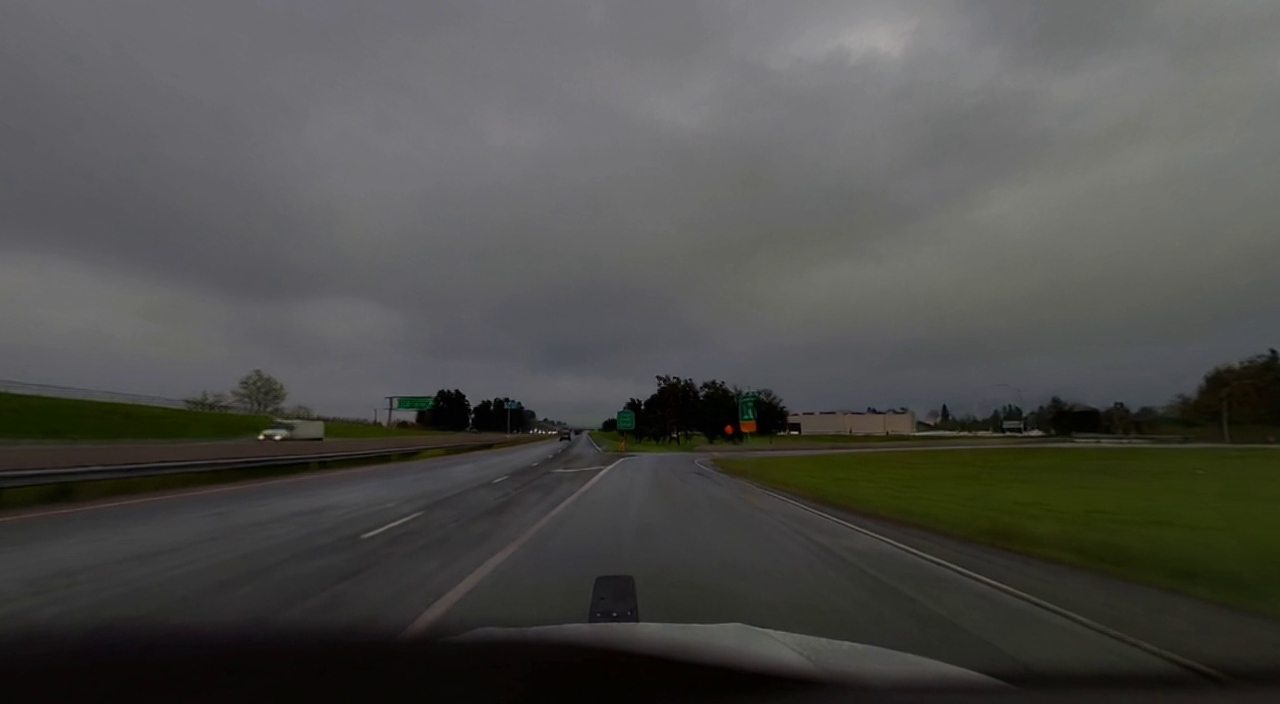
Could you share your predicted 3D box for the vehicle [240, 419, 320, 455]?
[{"bbox_3d":[-25.953,6.175,45.771,2.208,2.438,6.660,0,-8,-4],"label":"vehicle"}]
